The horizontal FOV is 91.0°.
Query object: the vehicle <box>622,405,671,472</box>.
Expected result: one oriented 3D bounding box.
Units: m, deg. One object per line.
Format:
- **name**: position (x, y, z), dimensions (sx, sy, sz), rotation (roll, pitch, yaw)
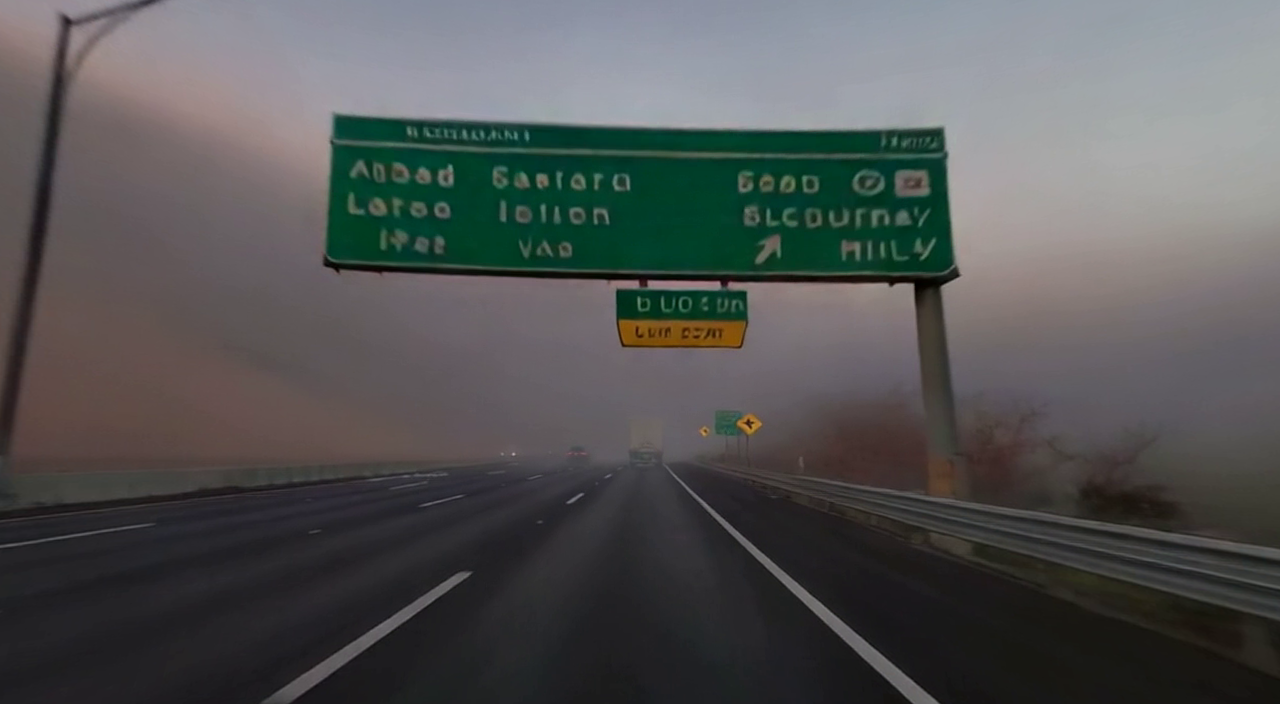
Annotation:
- **vehicle**: position (0.538, 6.272, 44.975), dimensions (3.039, 4.131, 11.822), rotation (0, -9, 2)
